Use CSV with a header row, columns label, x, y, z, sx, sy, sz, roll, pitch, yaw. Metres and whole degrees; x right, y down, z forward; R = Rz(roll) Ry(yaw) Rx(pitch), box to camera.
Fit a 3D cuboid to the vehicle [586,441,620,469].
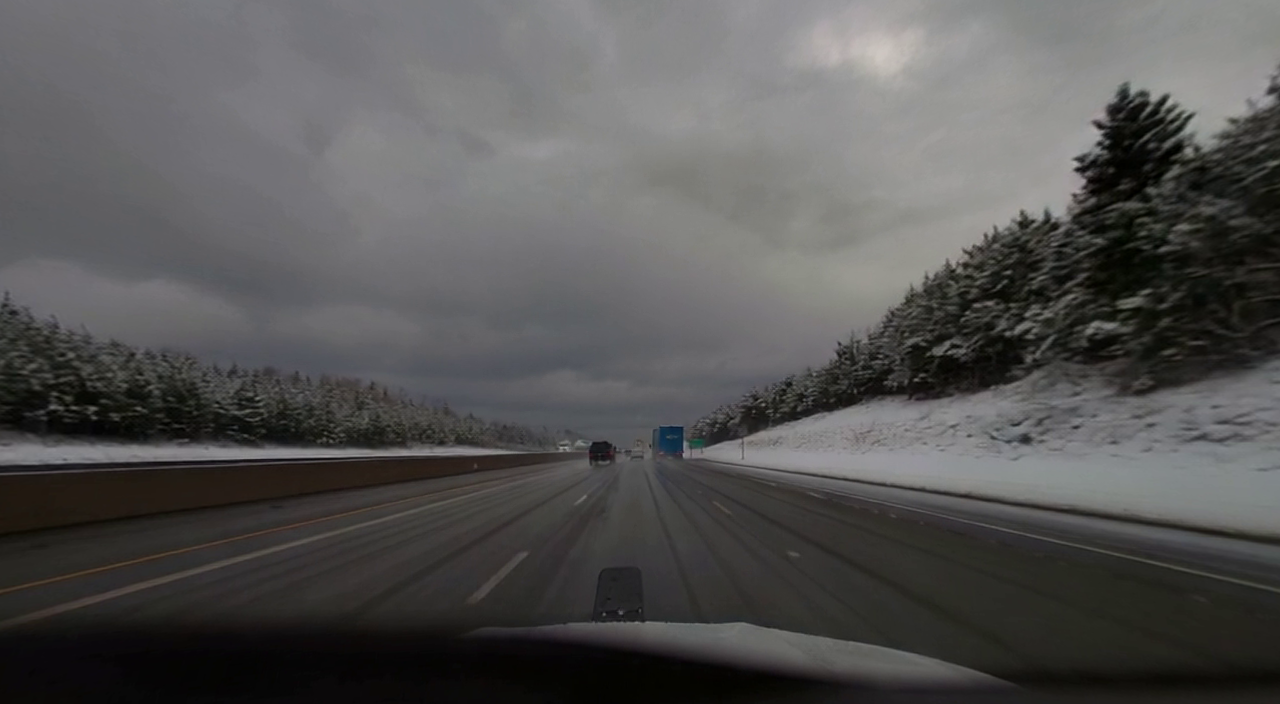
label,x,y,z,sx,sy,sz,roll,pitch,yaw
vehicle,-2.701,7.667,47.197,2.190,1.949,4.883,0,-9,0
